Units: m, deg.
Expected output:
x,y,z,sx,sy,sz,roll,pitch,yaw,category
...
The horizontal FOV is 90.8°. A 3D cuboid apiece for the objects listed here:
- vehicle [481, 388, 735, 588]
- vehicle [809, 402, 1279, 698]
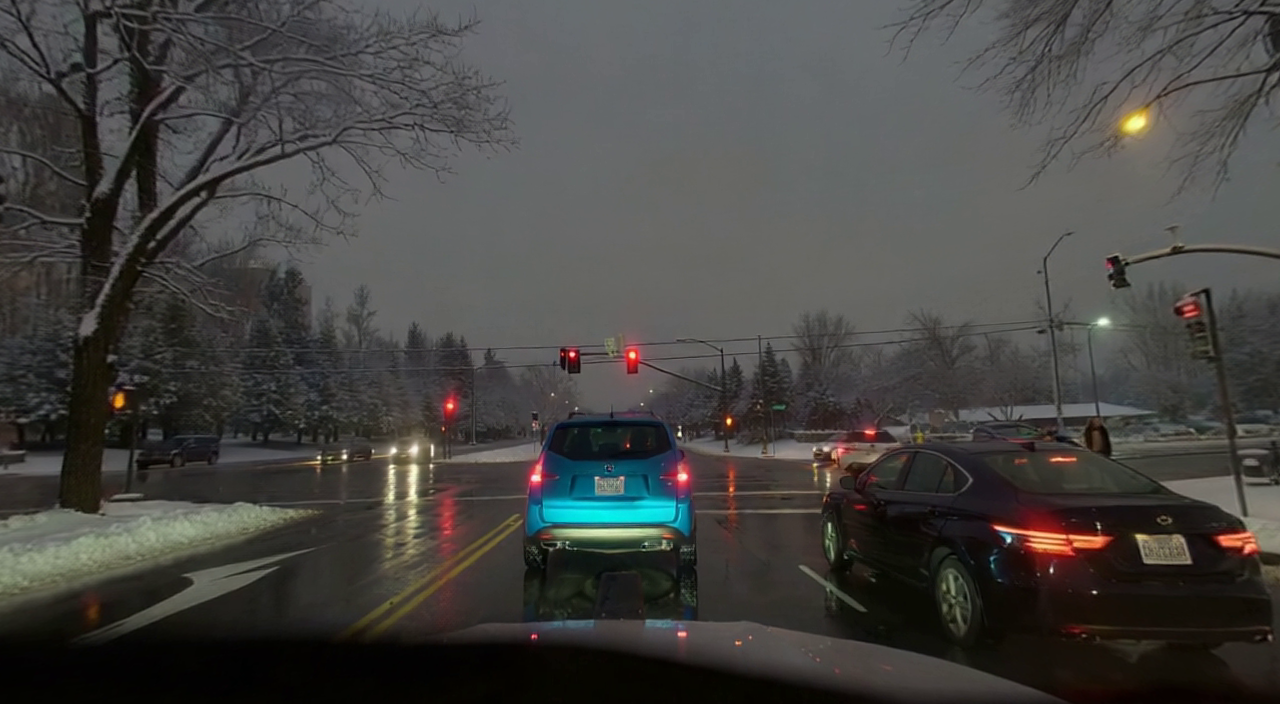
x,y,z,sx,sy,sz,roll,pitch,yaw,category
-0.343,1.523,7.801,2.247,1.760,4.231,0,-9,-2,vehicle
3.173,1.401,5.754,1.932,1.562,4.629,0,-9,-1,vehicle
